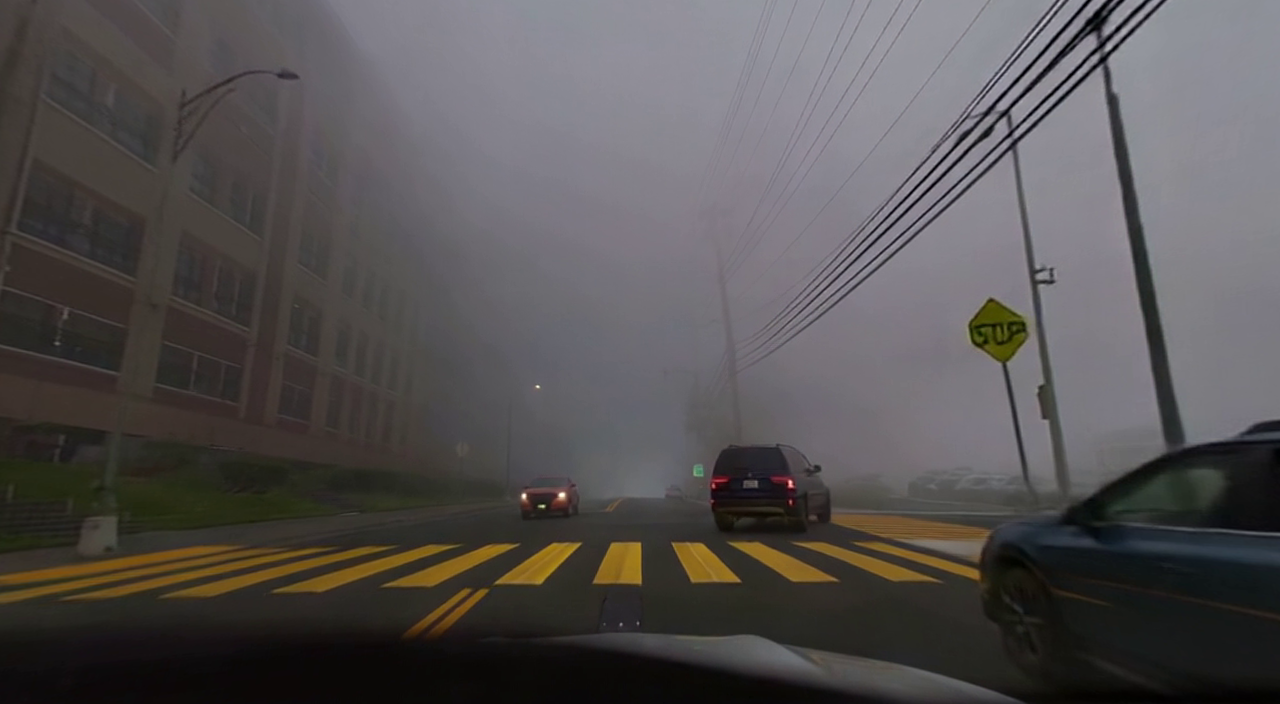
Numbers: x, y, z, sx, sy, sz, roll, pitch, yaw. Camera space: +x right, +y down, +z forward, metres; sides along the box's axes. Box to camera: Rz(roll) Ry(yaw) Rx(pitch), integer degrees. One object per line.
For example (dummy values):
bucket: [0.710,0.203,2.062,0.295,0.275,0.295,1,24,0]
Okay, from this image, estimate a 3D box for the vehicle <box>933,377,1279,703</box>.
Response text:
vehicle: [3.269,0.987,2.829,1.933,1.612,3.941,0,-9,-1]

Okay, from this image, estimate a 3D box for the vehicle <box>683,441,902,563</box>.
vehicle: [3.109,2.624,12.064,2.214,1.789,4.872,-7,-11,37]

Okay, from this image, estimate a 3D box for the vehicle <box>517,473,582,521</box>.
vehicle: [-3.466,5.618,24.816,1.911,1.563,4.057,0,-9,0]
